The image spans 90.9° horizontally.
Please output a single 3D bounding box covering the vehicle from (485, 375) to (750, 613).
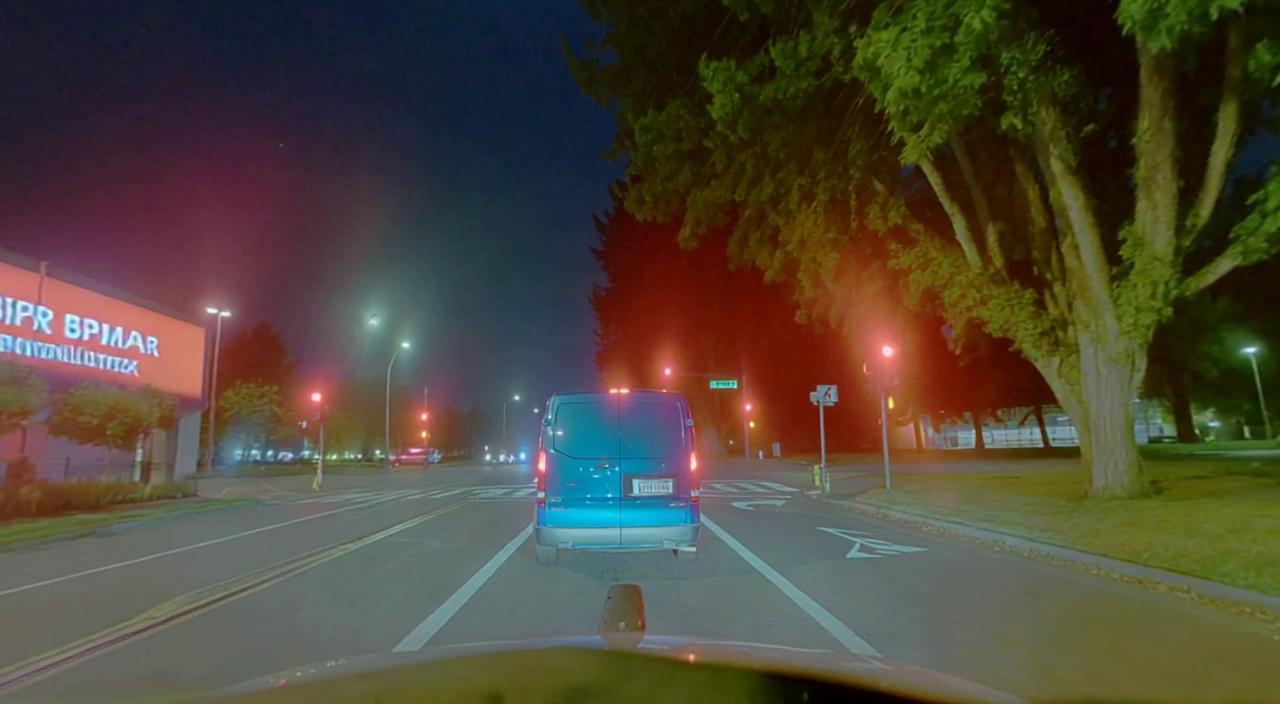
[{"bbox_3d":[-0.307,1.469,7.285,2.181,1.949,3.932,1,-9,-4],"label":"vehicle"}]
